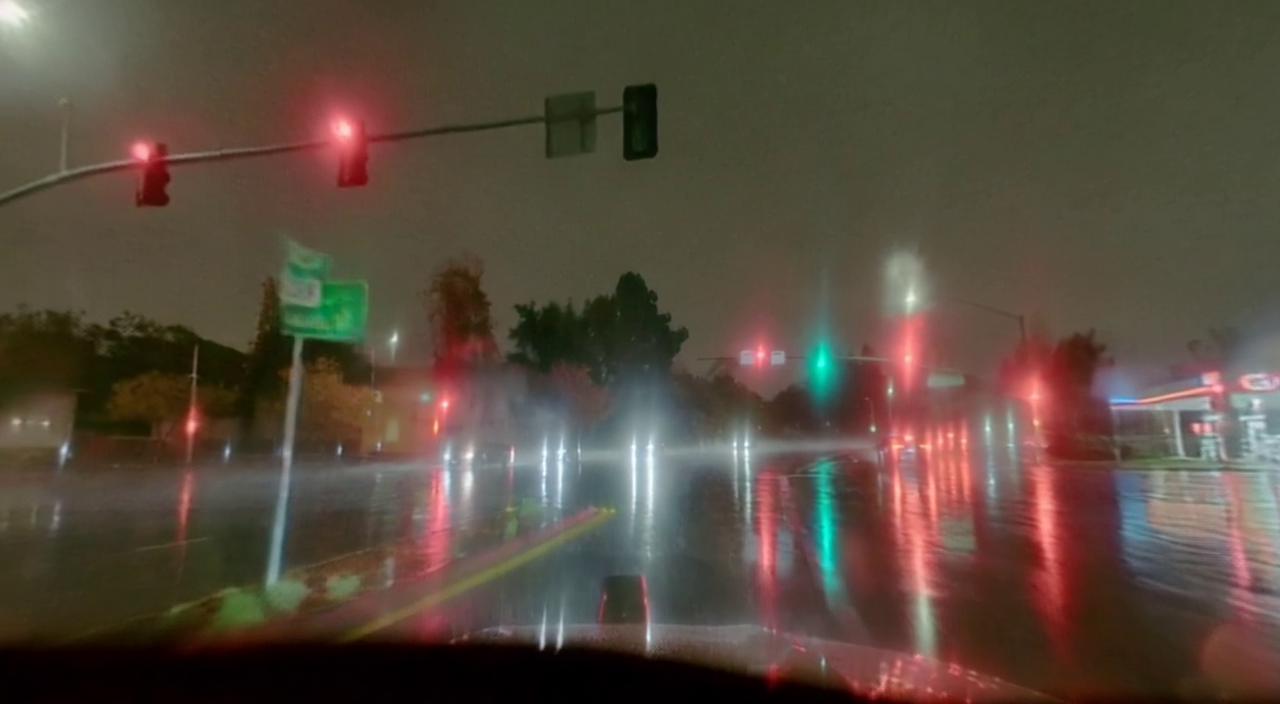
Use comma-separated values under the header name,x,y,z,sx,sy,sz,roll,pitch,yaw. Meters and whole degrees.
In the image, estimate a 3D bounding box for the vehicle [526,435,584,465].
name,x,y,z,sx,sy,sz,roll,pitch,yaw
vehicle,-5.287,6.155,39.637,2.090,1.779,4.697,-2,-9,12

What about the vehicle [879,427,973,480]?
name,x,y,z,sx,sy,sz,roll,pitch,yaw
vehicle,10.209,3.630,22.752,2.090,1.717,4.063,-1,-9,10

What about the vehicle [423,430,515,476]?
name,x,y,z,sx,sy,sz,roll,pitch,yaw
vehicle,-7.501,4.489,28.162,2.112,1.853,4.516,-2,-9,11
